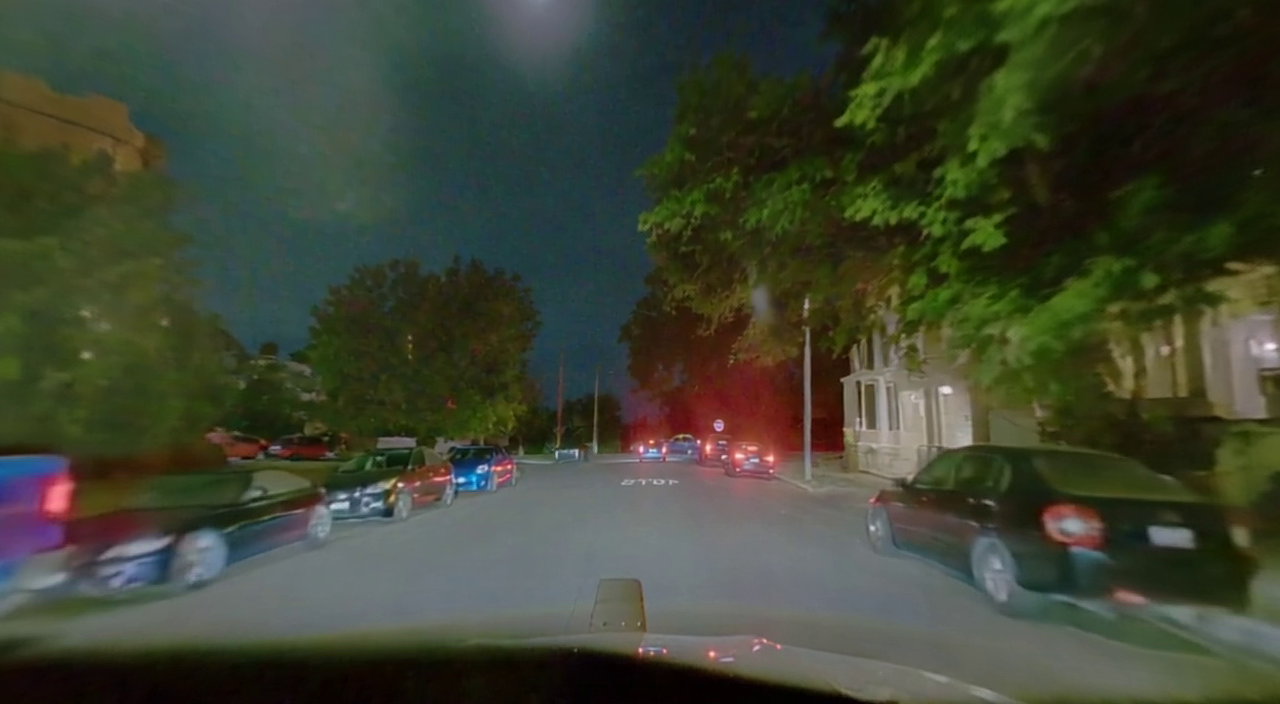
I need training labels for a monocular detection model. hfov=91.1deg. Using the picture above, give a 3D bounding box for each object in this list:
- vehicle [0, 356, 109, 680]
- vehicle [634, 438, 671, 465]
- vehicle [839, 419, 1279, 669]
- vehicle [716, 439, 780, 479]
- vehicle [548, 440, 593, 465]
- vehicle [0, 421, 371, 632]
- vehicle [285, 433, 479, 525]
[{"bbox_3d":[-4.769,0.676,1.837,2.162,1.857,4.758,2,-8,0],"label":"vehicle"},{"bbox_3d":[0.732,5.856,37.015,2.010,1.499,4.107,0,-8,1],"label":"vehicle"},{"bbox_3d":[3.769,1.539,6.270,2.068,1.558,4.511,0,-8,0],"label":"vehicle"},{"bbox_3d":[4.334,4.375,25.914,1.876,1.477,4.324,0,-8,0],"label":"vehicle"},{"bbox_3d":[-4.259,6.253,39.196,1.999,1.441,4.628,-1,-8,3],"label":"vehicle"},{"bbox_3d":[-4.806,1.561,6.715,1.791,1.483,4.339,0,-8,2],"label":"vehicle"},{"bbox_3d":[-4.819,2.408,12.534,1.876,1.500,4.361,0,-8,2],"label":"vehicle"}]
